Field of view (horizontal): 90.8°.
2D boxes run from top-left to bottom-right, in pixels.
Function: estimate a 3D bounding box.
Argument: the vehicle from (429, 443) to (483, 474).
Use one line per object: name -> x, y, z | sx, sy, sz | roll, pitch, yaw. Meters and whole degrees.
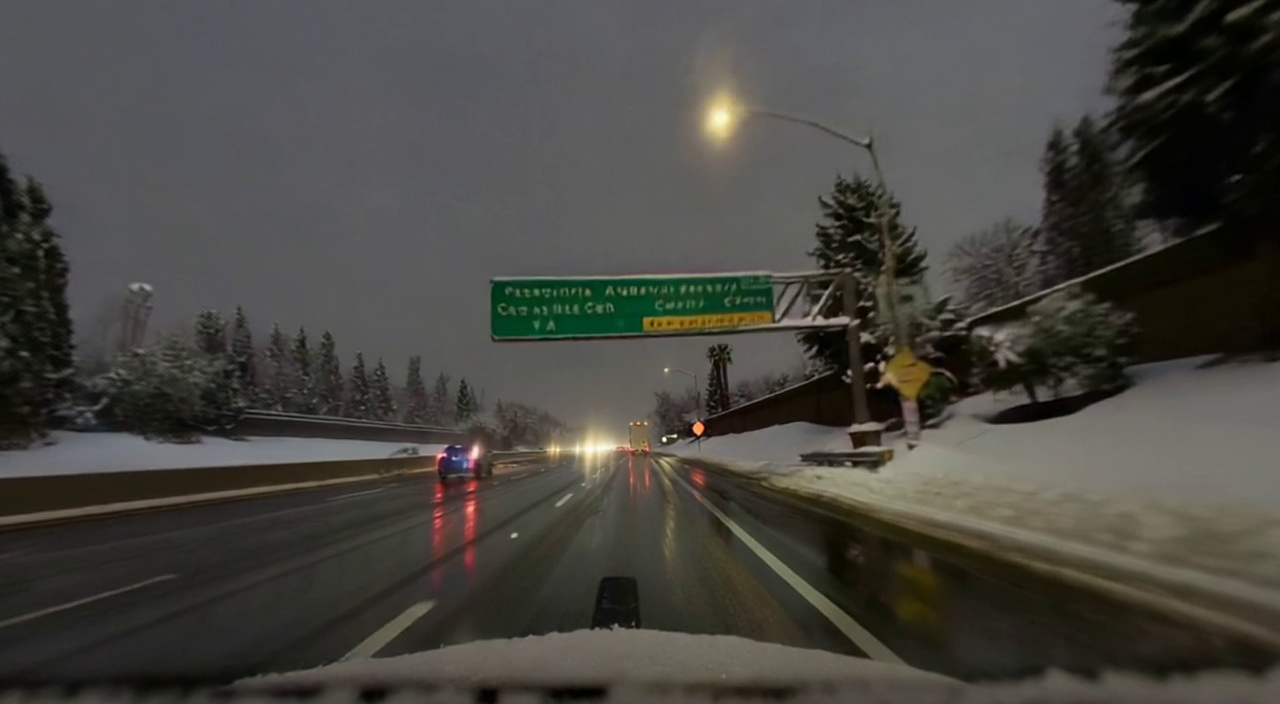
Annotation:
vehicle -> -10.657, 6.173, 36.863 | 1.897, 1.653, 4.113 | 0, -9, 0
